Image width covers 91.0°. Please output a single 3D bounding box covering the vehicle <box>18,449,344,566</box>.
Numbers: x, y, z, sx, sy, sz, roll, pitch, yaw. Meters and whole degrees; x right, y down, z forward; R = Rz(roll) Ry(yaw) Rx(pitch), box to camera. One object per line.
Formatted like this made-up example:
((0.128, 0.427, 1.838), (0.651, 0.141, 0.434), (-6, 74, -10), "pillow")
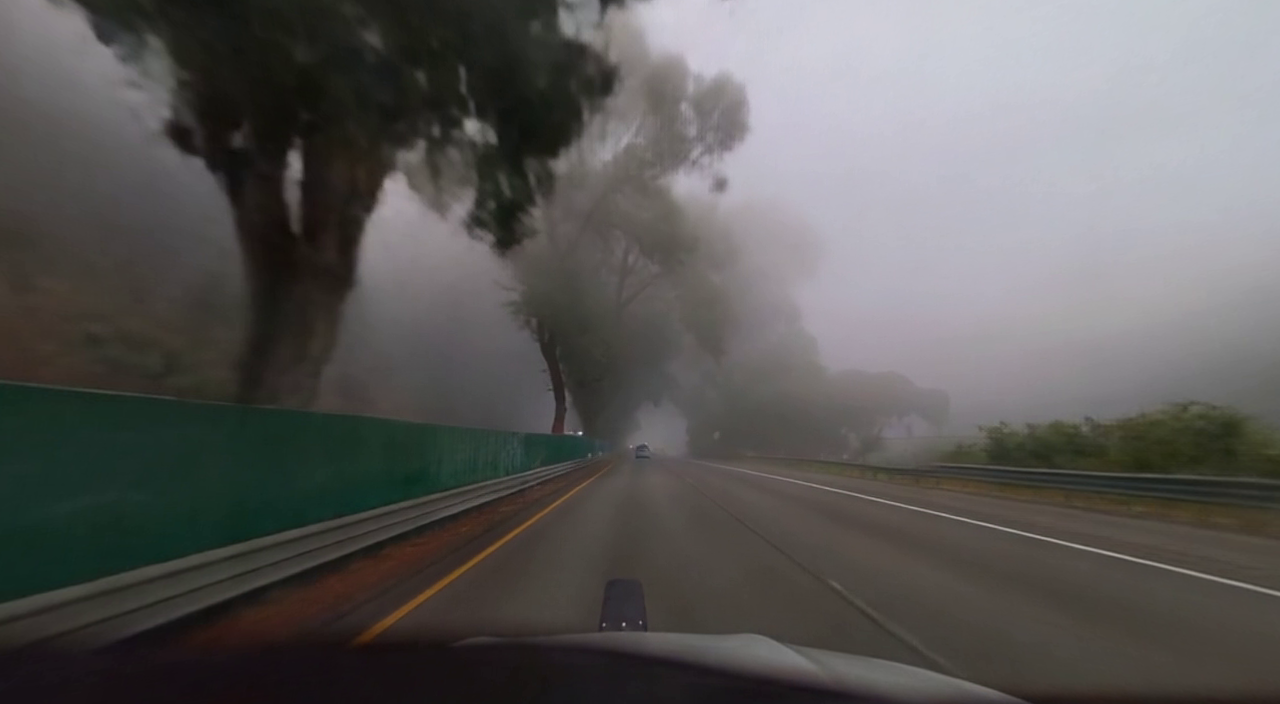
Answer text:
((-7.003, 2.361, 10.423), (2.034, 1.457, 4.469), (0, -8, 0), "vehicle")
